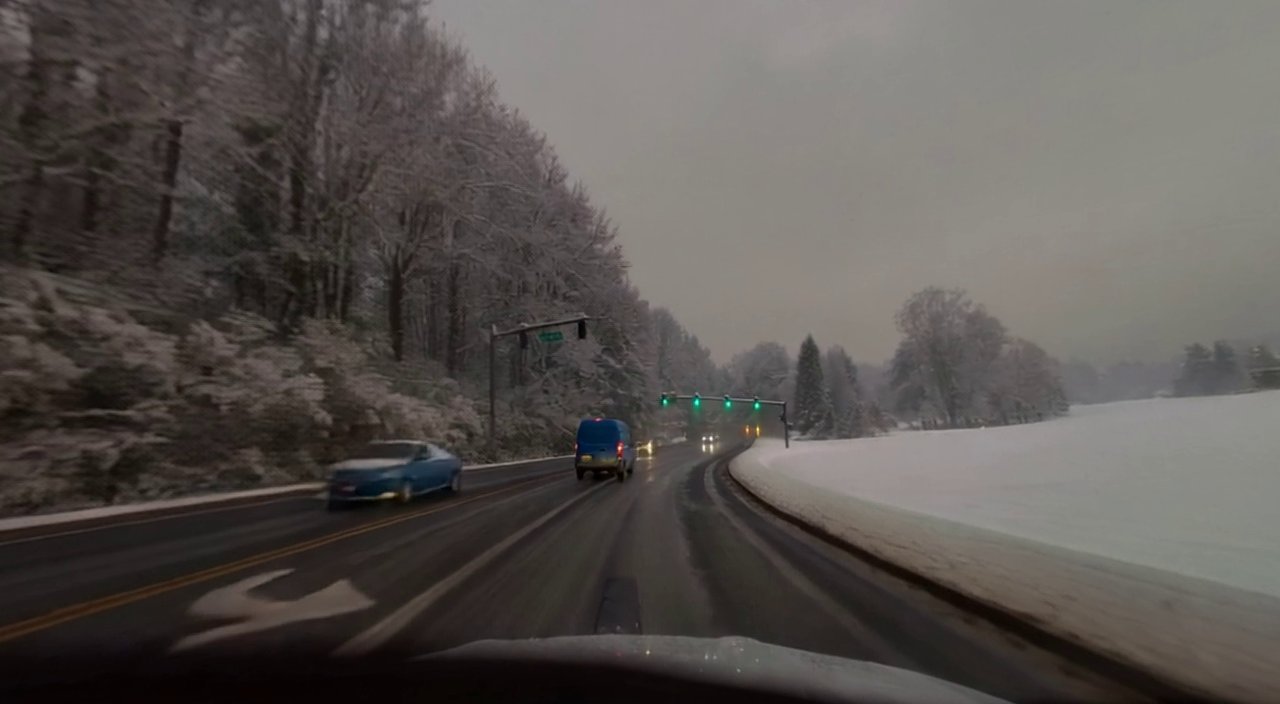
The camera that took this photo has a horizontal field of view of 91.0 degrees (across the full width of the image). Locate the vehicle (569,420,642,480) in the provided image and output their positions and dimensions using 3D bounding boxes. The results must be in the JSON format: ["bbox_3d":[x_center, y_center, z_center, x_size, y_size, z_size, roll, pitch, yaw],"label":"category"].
[{"bbox_3d":[-1.261,3.975,25.654,2.362,2.185,5.212,0,-8,4],"label":"vehicle"}]

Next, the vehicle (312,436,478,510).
[{"bbox_3d":[-5.489,2.759,14.855,1.968,1.460,4.486,0,-8,2],"label":"vehicle"}]
